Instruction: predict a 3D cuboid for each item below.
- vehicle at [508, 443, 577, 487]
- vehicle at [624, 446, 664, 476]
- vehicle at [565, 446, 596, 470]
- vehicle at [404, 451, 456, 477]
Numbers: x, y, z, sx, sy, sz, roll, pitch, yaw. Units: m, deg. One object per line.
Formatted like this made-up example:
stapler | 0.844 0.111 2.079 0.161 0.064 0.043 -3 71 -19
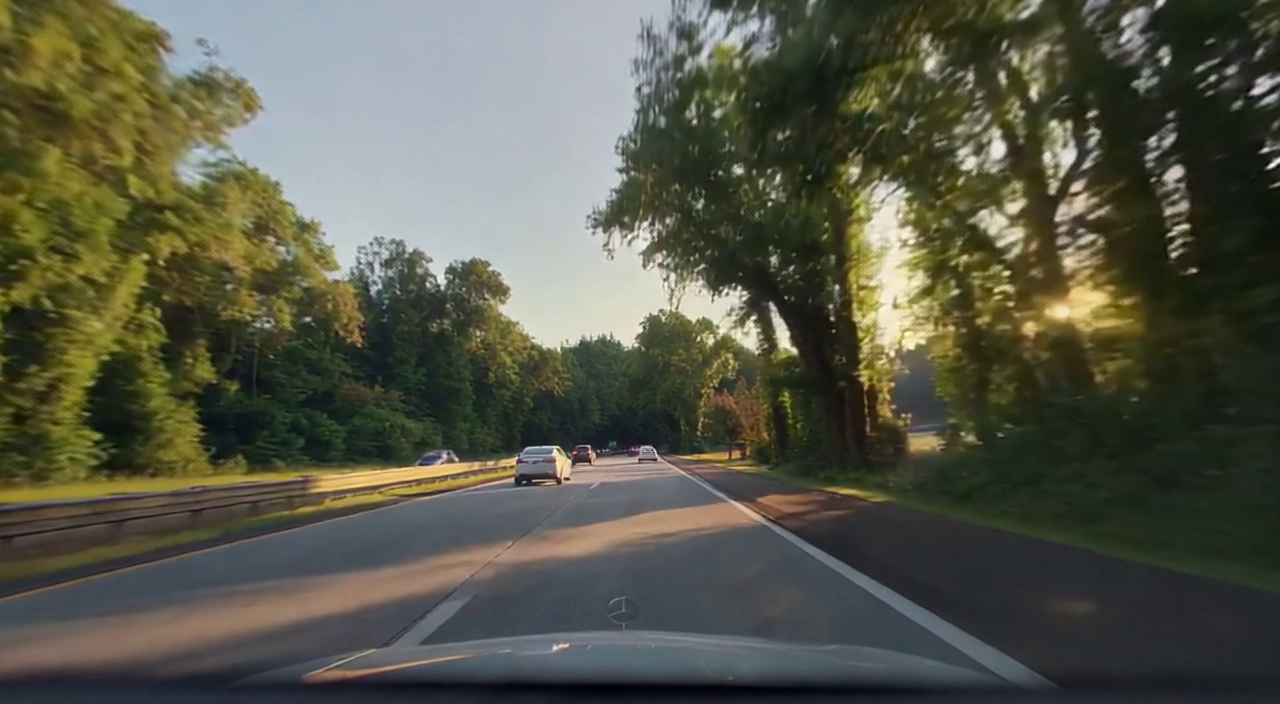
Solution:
vehicle | -3.616 4.266 24.018 1.978 1.538 3.755 0 -9 1
vehicle | 0.205 5.778 33.608 2.001 1.490 3.914 0 -9 0
vehicle | -4.189 7.499 44.859 1.834 1.615 3.624 0 -9 1
vehicle | -12.249 6.542 36.963 1.733 1.407 3.713 0 -9 0
